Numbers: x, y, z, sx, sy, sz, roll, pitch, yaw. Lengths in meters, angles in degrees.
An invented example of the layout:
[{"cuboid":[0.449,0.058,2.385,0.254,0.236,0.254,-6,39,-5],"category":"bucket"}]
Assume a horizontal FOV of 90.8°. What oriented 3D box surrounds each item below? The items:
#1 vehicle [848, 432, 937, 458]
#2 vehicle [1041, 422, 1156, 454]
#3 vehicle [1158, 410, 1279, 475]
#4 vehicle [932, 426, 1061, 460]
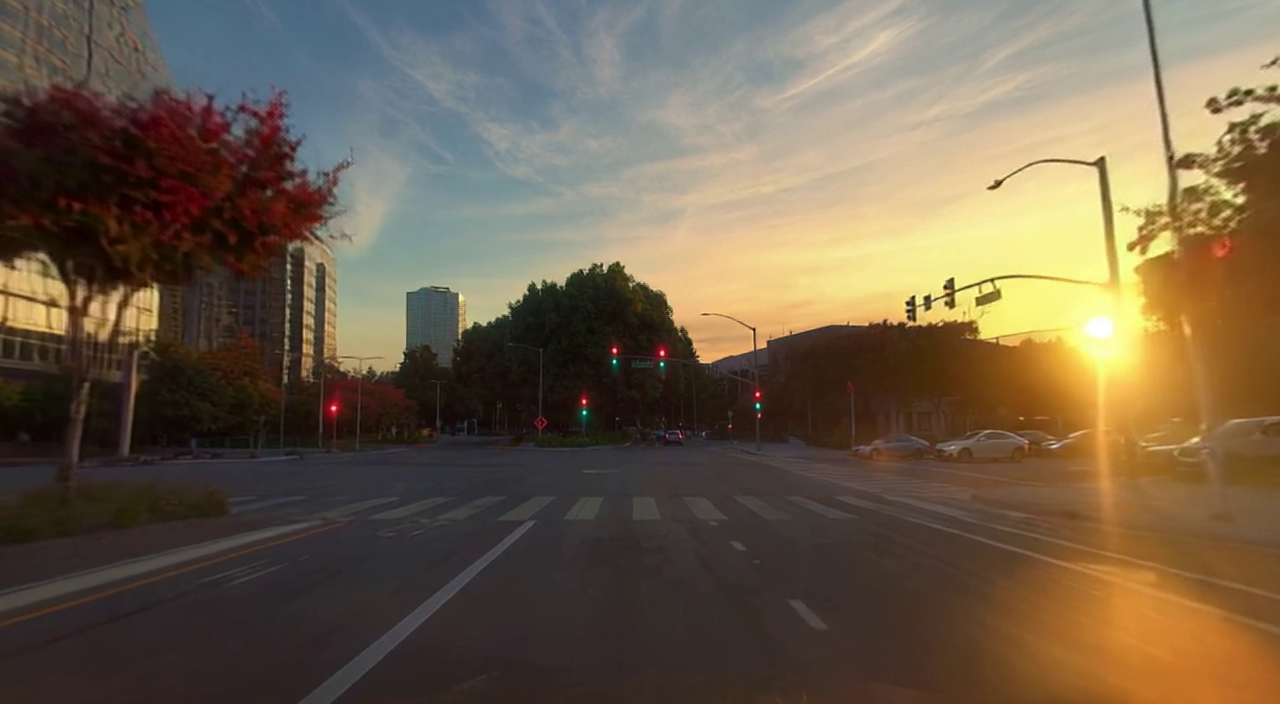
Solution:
[{"cuboid":[13.614,5.050,34.226,4.046,1.306,1.719,-1,-8,5],"category":"vehicle"},{"cuboid":[24.977,4.718,34.559,4.571,1.698,1.977,-1,-8,3],"category":"vehicle"},{"cuboid":[19.453,2.767,19.401,5.212,1.864,2.044,0,-8,-1],"category":"vehicle"},{"cuboid":[16.518,4.235,29.426,4.916,1.504,1.846,0,-8,-2],"category":"vehicle"}]
